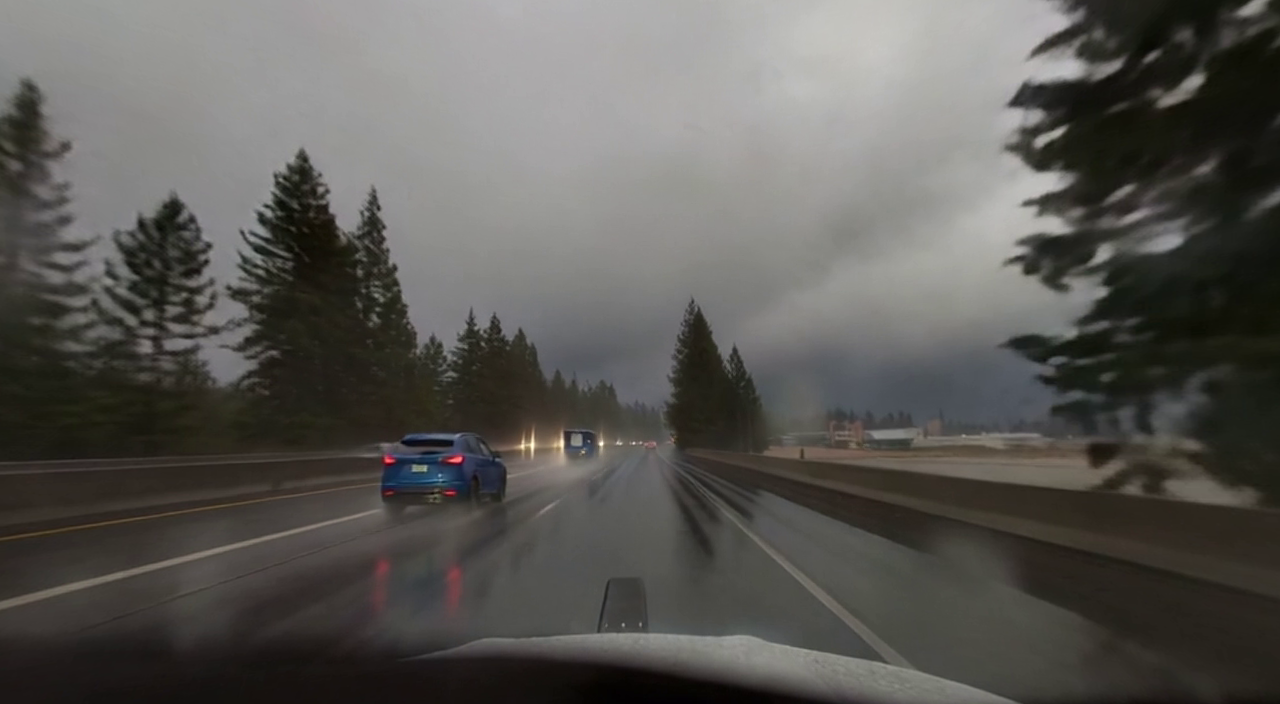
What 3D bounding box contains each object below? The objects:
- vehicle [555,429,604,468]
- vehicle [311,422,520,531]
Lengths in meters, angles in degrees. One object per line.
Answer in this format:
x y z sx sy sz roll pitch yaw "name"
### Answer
-3.431 5.620 36.601 2.241 2.095 4.985 0 -8 1 "vehicle"
-3.770 2.180 11.656 2.053 1.589 4.671 0 -8 1 "vehicle"
